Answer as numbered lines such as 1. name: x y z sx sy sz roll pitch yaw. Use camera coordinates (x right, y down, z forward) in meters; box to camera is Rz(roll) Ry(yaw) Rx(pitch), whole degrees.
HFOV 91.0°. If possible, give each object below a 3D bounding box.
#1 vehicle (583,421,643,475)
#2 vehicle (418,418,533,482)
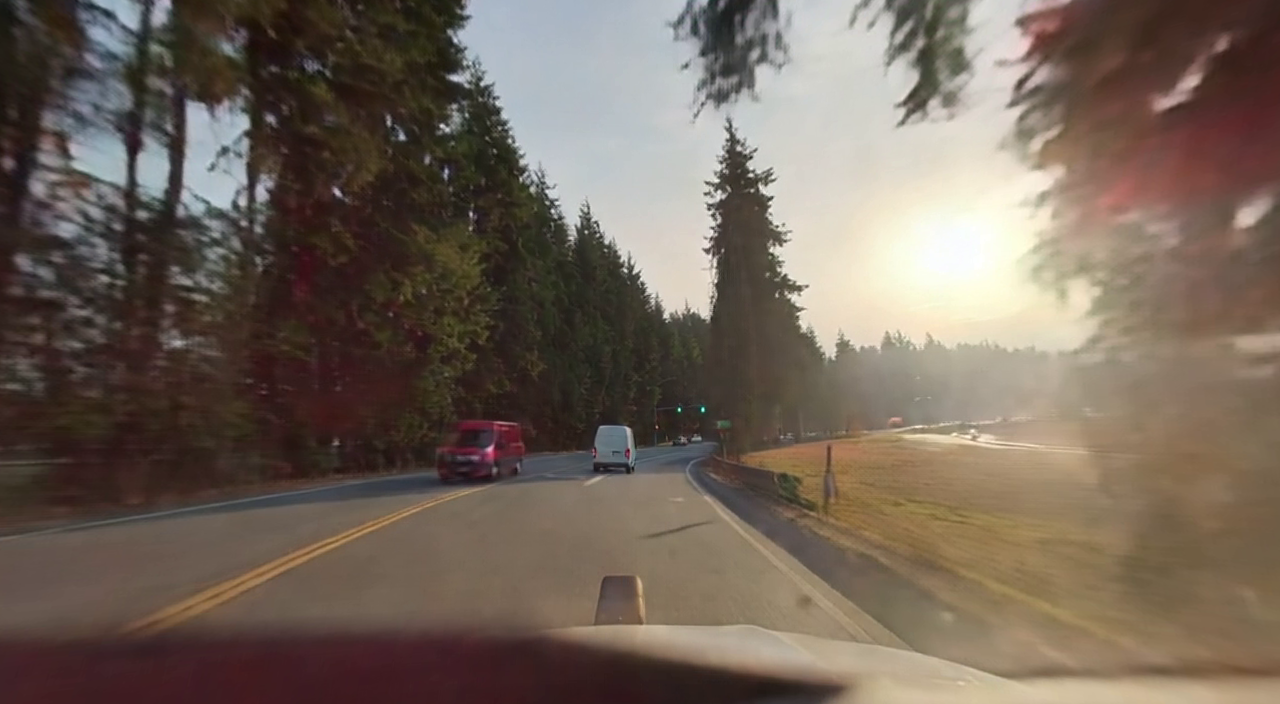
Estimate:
1. vehicle: -1.110 4.335 28.608 2.362 2.185 5.212 0 -8 1
2. vehicle: -5.647 3.486 22.579 2.295 1.981 5.836 0 -8 3
